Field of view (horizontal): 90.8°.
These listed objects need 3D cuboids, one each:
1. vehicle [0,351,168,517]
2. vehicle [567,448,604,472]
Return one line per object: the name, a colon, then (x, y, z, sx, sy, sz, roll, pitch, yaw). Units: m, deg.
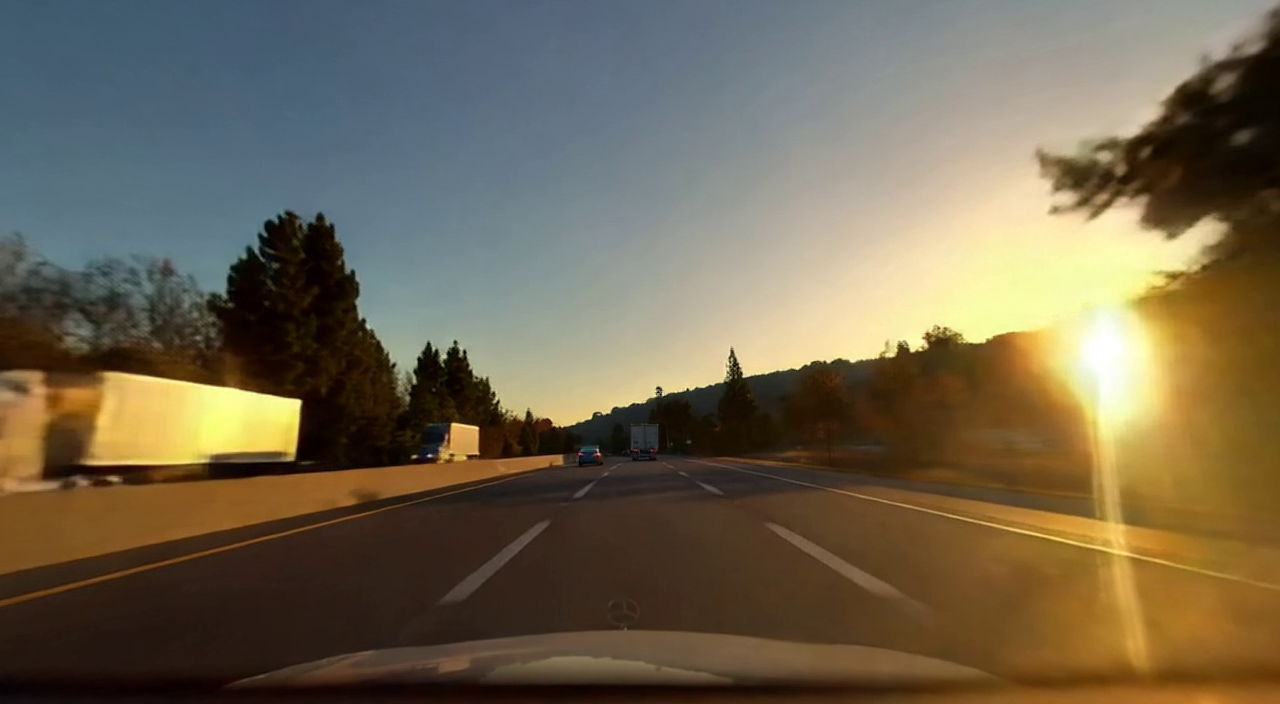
vehicle: (-16.607, 2.274, 17.037, 2.942, 3.882, 5.832, 0, -9, 0)
vehicle: (-3.423, 6.887, 40.348, 1.955, 1.438, 4.100, 0, -9, 0)
